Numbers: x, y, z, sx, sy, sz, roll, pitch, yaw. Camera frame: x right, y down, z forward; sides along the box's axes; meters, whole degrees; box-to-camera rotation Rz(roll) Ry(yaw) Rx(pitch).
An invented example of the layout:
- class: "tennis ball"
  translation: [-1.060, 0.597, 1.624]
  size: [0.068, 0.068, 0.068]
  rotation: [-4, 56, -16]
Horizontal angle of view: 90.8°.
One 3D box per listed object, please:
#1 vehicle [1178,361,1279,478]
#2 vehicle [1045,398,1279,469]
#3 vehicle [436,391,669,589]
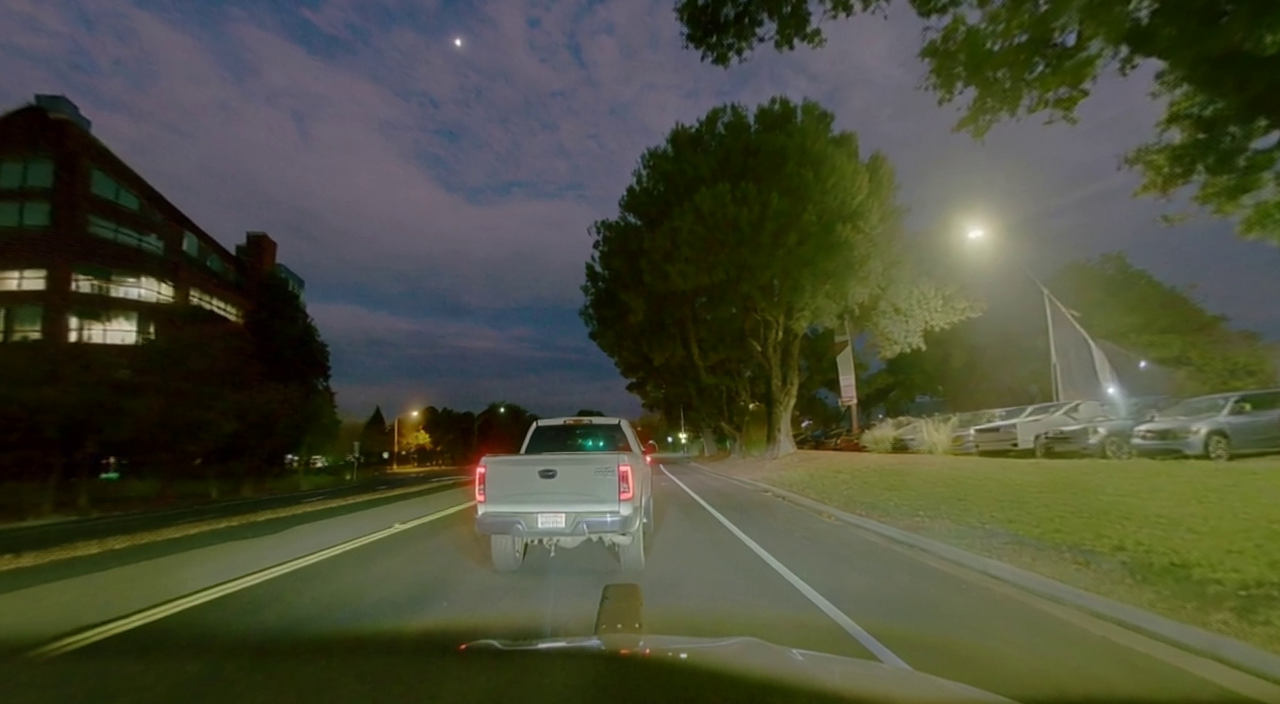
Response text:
- class: "vehicle"
  translation: [12.755, 1.224, 11.200]
  size: [4.368, 1.901, 2.112]
  rotation: [0, -8, 2]
- class: "vehicle"
  translation: [11.833, 1.815, 14.014]
  size: [4.298, 1.392, 1.944]
  rotation: [-1, -8, 2]
- class: "vehicle"
  translation: [-0.749, 1.651, 8.441]
  size: [2.157, 1.816, 5.039]
  rotation: [0, -8, 1]
